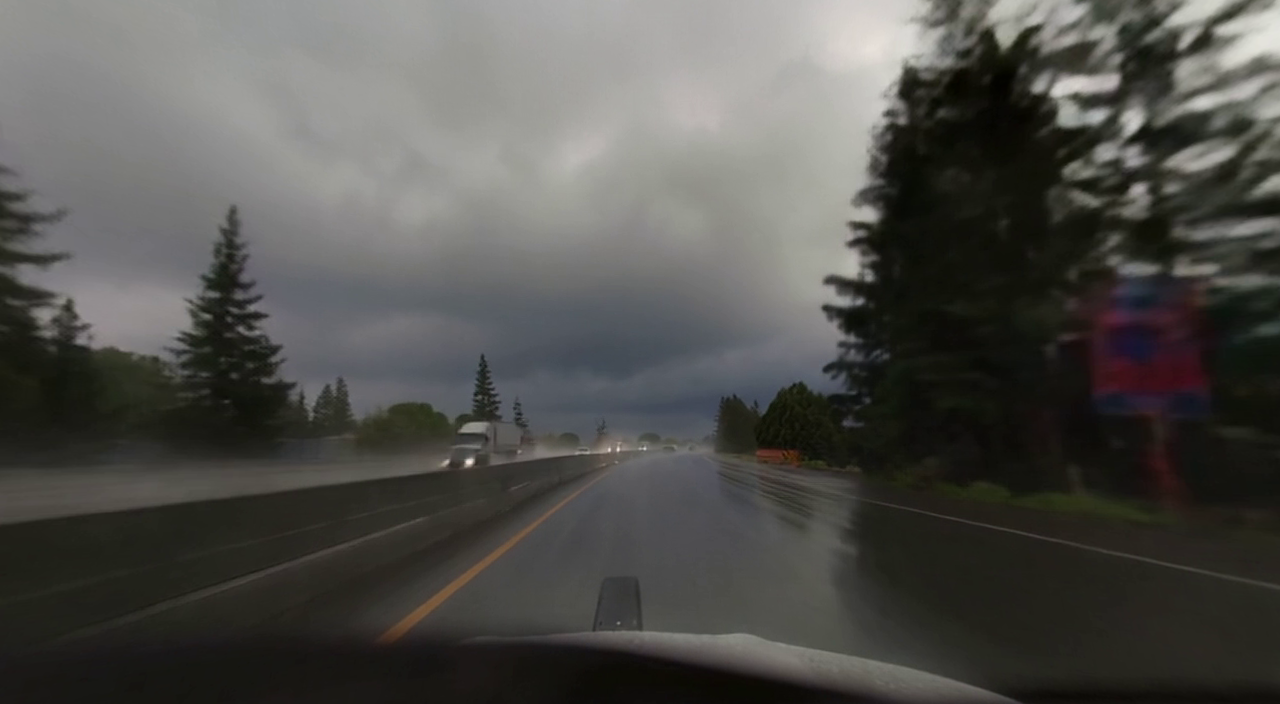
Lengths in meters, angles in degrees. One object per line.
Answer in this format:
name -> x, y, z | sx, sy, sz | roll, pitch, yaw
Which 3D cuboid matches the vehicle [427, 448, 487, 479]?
vehicle -> -9.481, 5.782, 32.814 | 1.851, 1.472, 3.982 | -1, -9, 1
